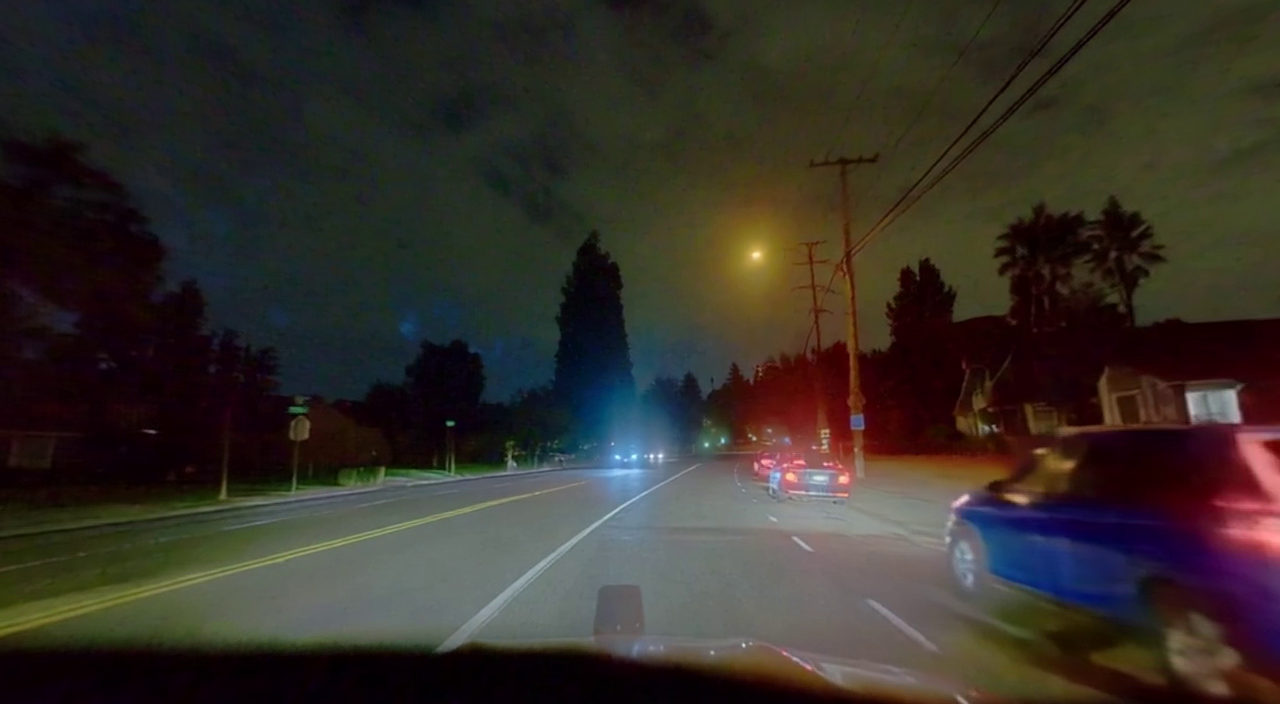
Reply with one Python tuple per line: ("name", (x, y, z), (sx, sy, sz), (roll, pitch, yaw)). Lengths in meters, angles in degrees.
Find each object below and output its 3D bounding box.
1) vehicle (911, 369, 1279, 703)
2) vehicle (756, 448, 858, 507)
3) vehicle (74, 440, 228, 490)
("vehicle", (3.808, 1.216, 4.352), (1.989, 1.782, 4.351), (0, -9, 1))
("vehicle", (4.621, 3.516, 18.227), (1.993, 1.457, 4.599), (-1, -9, 4))
("vehicle", (-21.690, 5.033, 28.205), (5.134, 2.110, 2.040), (0, -9, 1))
